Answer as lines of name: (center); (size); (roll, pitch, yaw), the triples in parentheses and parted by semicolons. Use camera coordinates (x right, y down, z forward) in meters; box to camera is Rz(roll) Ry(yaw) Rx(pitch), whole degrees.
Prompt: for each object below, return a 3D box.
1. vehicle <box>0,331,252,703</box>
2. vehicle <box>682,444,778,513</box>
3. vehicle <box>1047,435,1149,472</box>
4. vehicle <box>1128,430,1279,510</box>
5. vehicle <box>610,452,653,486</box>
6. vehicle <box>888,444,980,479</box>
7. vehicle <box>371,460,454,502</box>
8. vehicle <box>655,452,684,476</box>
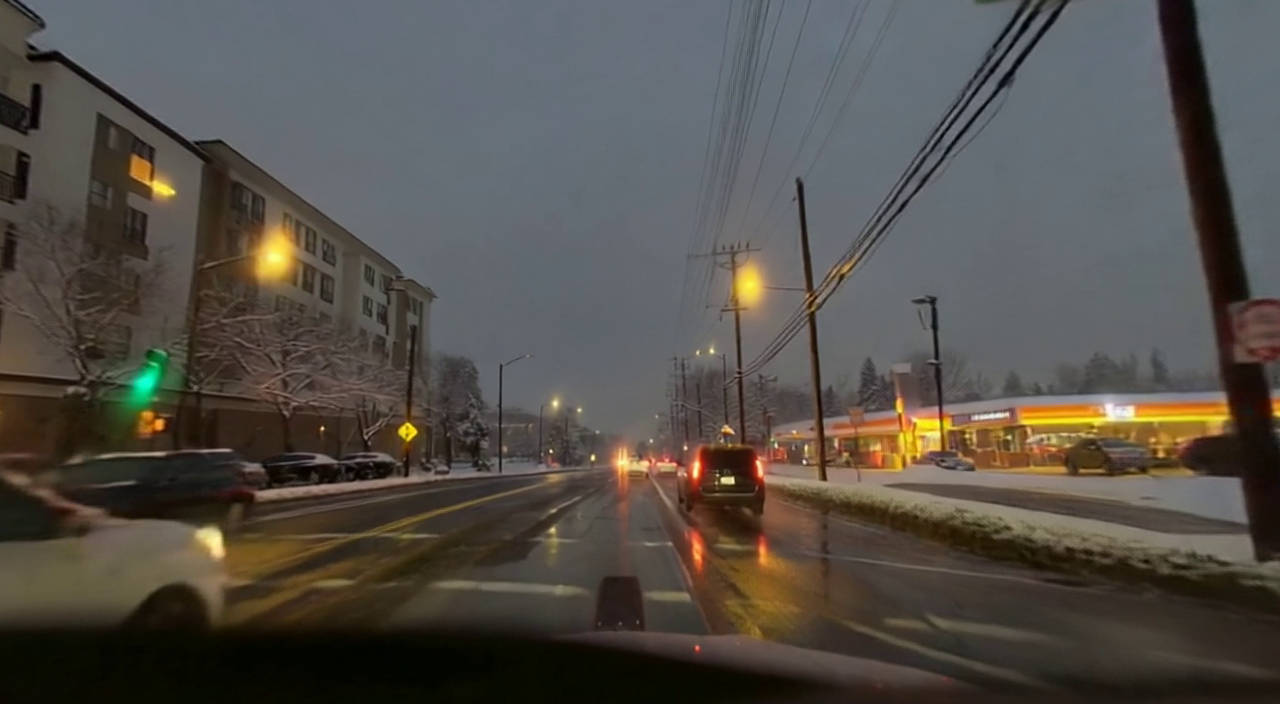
vehicle: (-3.210, 0.668, 1.107); (2.221, 1.706, 4.451); (-1, -8, 0)
vehicle: (2.395, 3.458, 17.890); (1.945, 1.647, 4.160); (0, -8, -2)
vehicle: (21.109, 4.666, 29.347); (1.856, 1.530, 3.933); (-1, -8, 2)
vehicle: (15.316, 2.744, 15.031); (5.302, 1.633, 2.206); (-5, -6, 19)
vehicle: (-0.421, 5.811, 31.570); (1.999, 1.487, 3.939); (-1, -8, 0)
vehicle: (13.587, 5.053, 29.571); (1.846, 1.480, 4.649); (0, -8, -3)
vehicle: (-9.536, 5.406, 26.899); (1.859, 1.451, 4.447); (-1, -8, 1)
vehicle: (2.262, 8.599, 48.751); (1.953, 1.687, 4.094); (-1, -8, -1)
